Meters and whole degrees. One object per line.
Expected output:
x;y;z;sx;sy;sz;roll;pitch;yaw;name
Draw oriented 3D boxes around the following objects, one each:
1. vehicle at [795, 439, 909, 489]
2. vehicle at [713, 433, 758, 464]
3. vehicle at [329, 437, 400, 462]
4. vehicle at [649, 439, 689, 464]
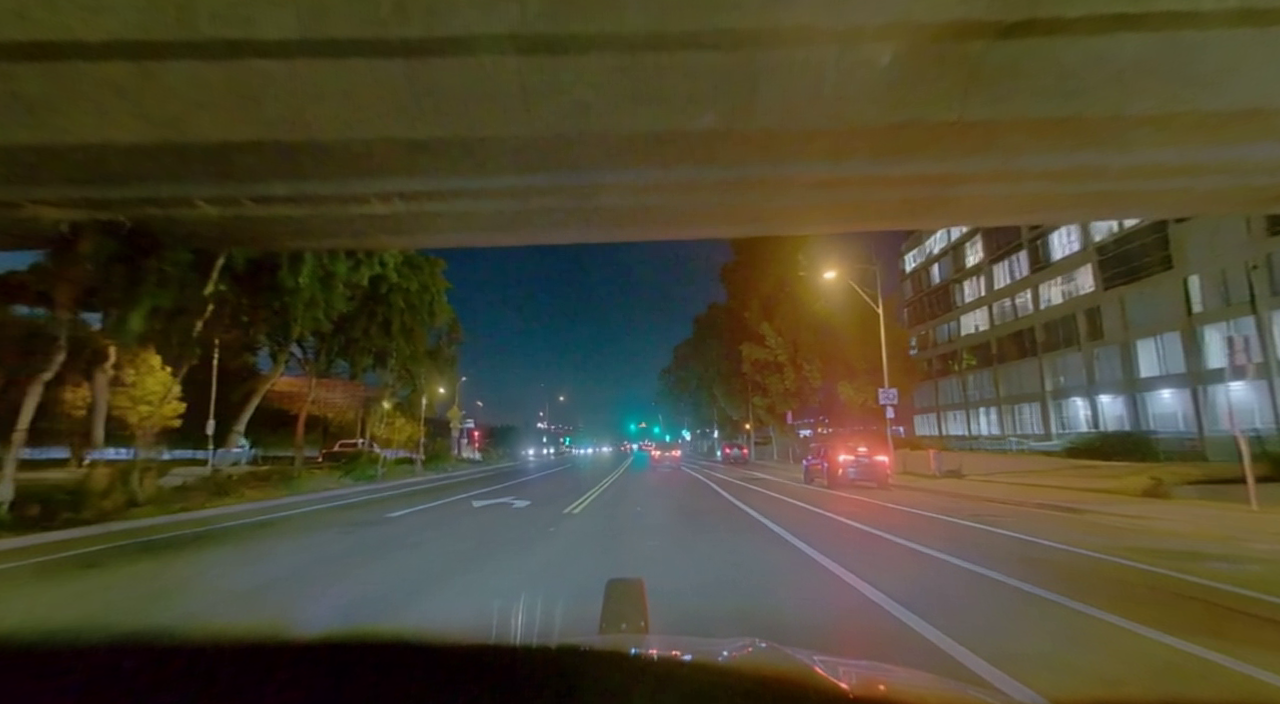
6.756;3.602;20.691;2.035;1.435;4.481;0;-8;-2;vehicle
6.403;6.550;42.871;2.154;1.915;4.908;0;-8;-1;vehicle
-20.488;7.236;46.980;4.335;1.772;1.927;0;-8;-4;vehicle
1.783;6.308;39.935;2.280;1.475;4.051;0;-8;-1;vehicle
